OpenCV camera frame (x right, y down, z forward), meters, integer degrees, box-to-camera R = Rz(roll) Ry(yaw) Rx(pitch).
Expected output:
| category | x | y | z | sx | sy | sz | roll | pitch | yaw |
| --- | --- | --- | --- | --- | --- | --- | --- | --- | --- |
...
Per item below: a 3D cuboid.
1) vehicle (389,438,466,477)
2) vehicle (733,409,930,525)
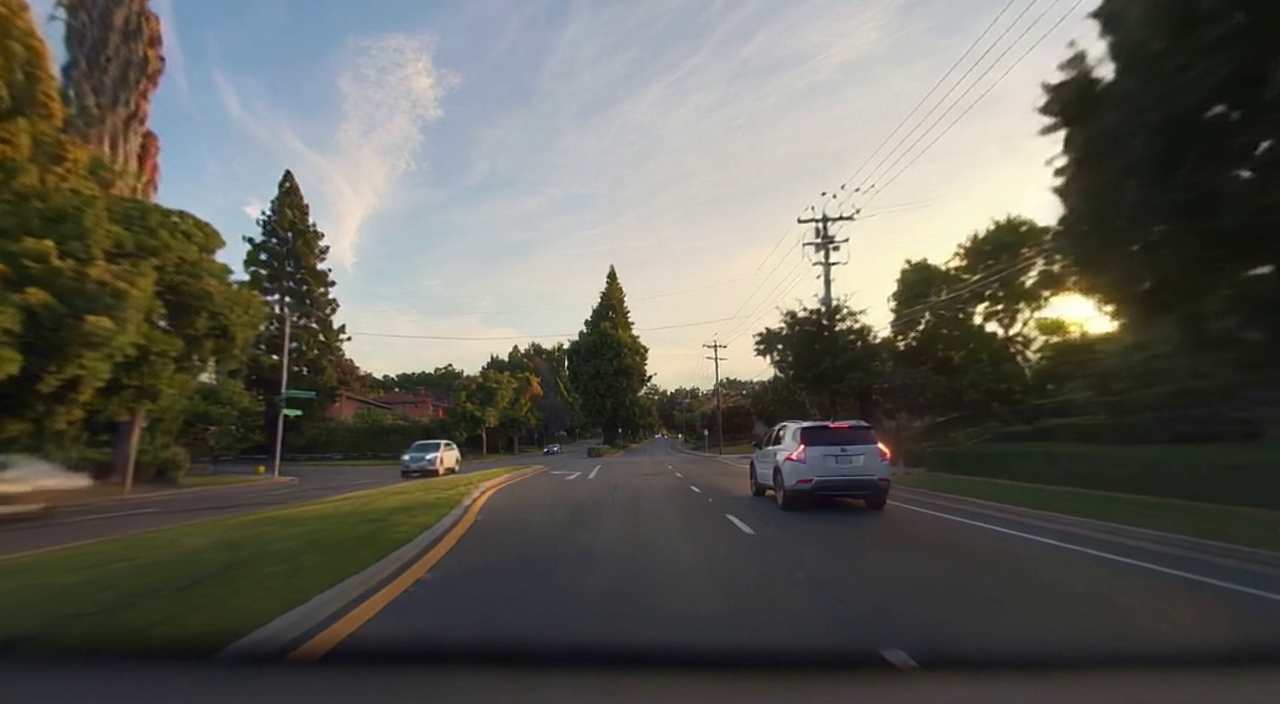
| category | x | y | z | sx | sy | sz | roll | pitch | yaw |
| --- | --- | --- | --- | --- | --- | --- | --- | --- | --- |
| vehicle | -10.226 | 5.087 | 30.861 | 2.075 | 1.739 | 4.864 | 0 | -8 | 0 |
| vehicle | 3.330 | 2.134 | 12.245 | 2.193 | 1.777 | 4.772 | 0 | -8 | -1 |
